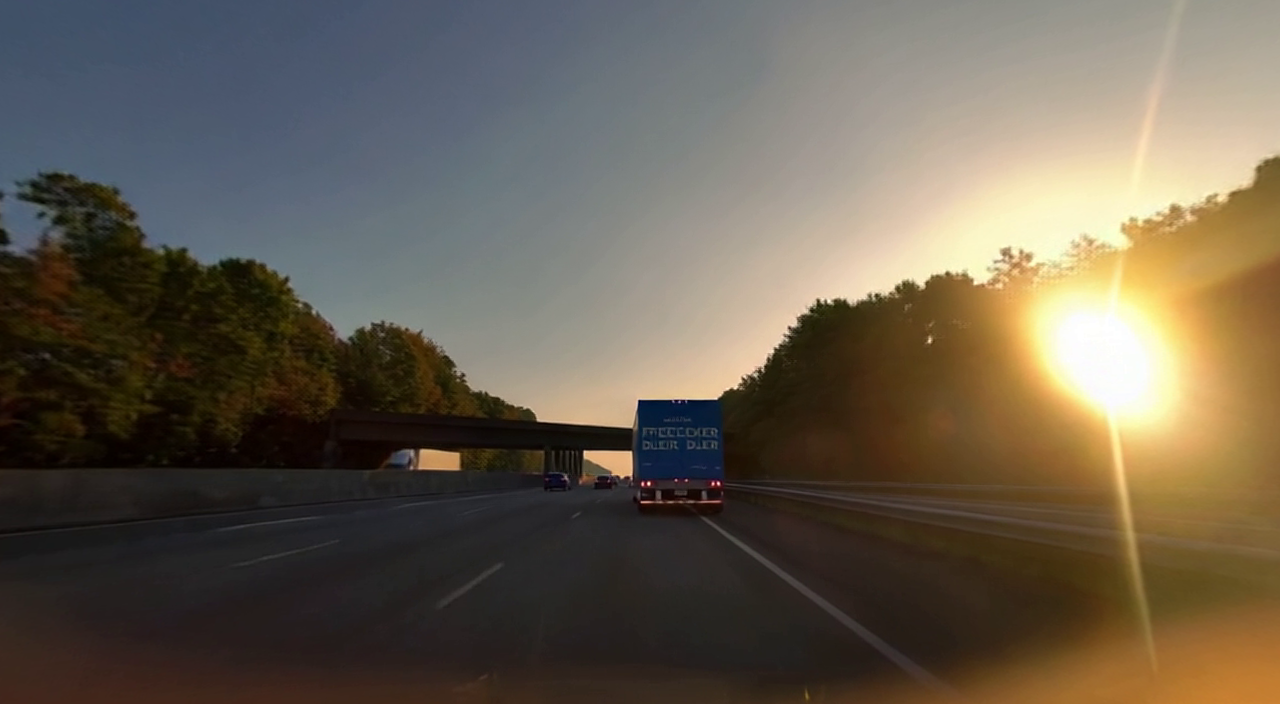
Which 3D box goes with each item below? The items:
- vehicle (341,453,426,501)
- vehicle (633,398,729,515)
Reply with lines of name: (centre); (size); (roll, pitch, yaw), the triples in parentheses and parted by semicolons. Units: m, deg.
vehicle: (-16.749, 8.230, 41.726); (2.628, 2.850, 6.822); (0, -11, 1)
vehicle: (1.318, 4.323, 25.671); (2.980, 3.834, 9.423); (1, -11, -1)
